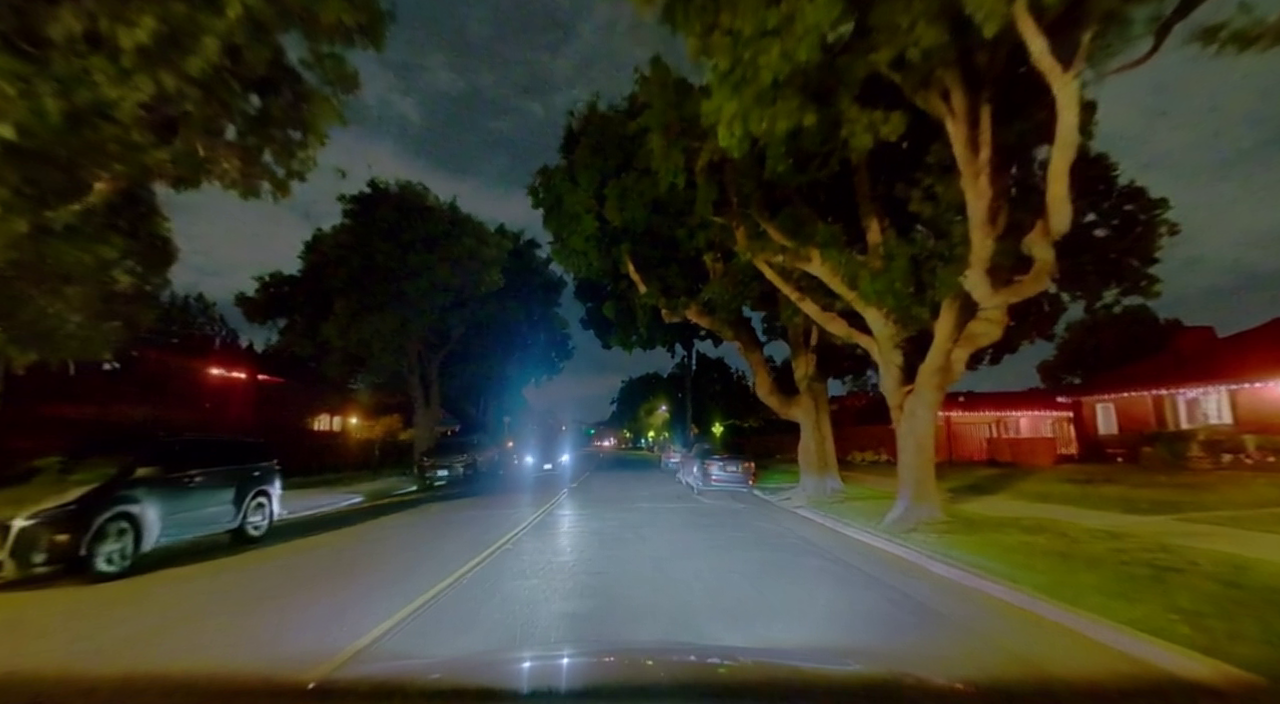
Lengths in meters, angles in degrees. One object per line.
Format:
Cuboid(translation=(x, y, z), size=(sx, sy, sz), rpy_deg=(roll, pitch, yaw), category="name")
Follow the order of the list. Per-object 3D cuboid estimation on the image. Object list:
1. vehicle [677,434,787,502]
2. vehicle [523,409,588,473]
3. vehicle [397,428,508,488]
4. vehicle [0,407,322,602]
Cuboid(translation=(2.225, 2.943, 16.482), size=(1.996, 1.516, 4.122), rpy_deg=(0, -8, -4), category="vehicle")
Cuboid(translation=(-3.997, 4.399, 31.212), size=(2.469, 2.819, 6.393), rpy_deg=(0, -8, -2), category="vehicle")
Cuboid(translation=(-6.453, 3.722, 22.563), size=(2.265, 1.876, 5.371), rpy_deg=(0, -8, 1), category="vehicle")
Cuboid(translation=(-6.103, 1.678, 7.867), size=(2.033, 1.721, 4.328), rpy_deg=(0, -8, 0), category="vehicle")
